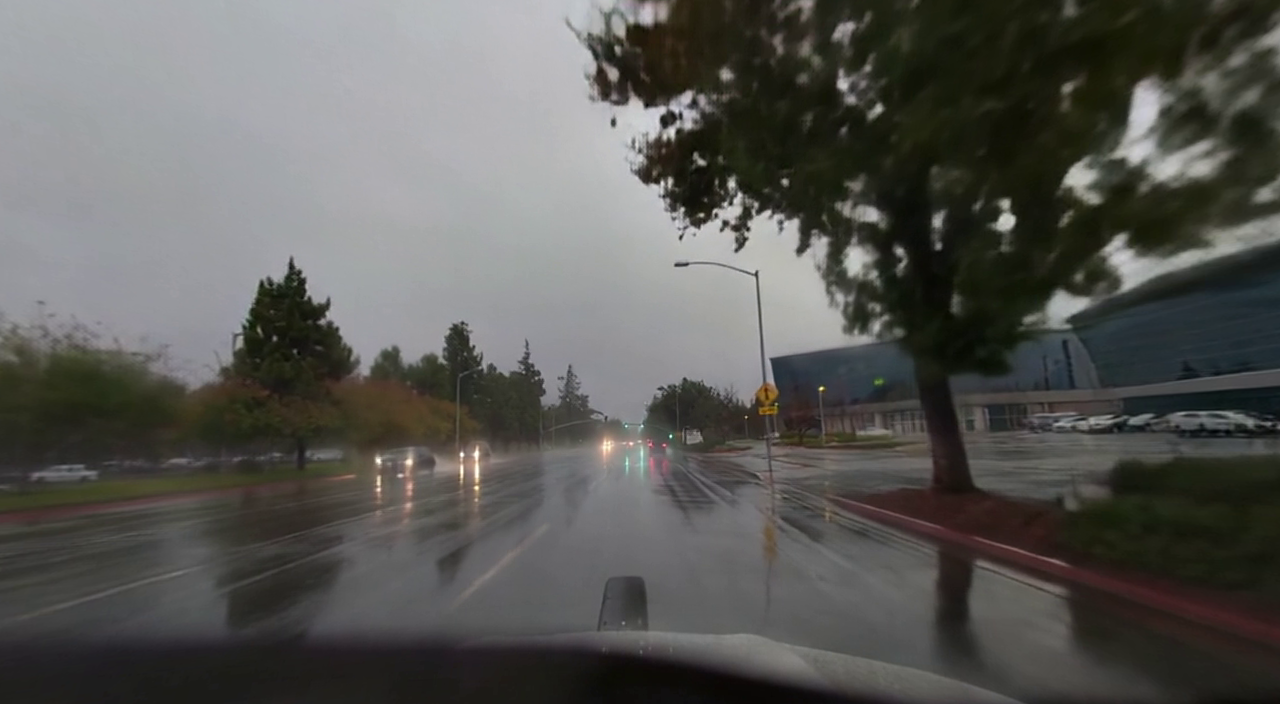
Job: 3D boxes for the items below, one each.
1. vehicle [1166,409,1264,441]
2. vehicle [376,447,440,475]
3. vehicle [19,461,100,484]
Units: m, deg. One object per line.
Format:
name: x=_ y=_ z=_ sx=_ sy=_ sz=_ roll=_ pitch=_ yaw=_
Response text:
vehicle: x=39.046 y=5.009 z=42.819 sx=2.045 sy=2.000 sz=4.878 roll=-1 pitch=-8 yaw=0
vehicle: x=-13.591 y=6.397 z=37.088 sx=1.939 sy=1.548 sz=4.490 roll=0 pitch=-8 yaw=2
vehicle: x=-41.905 y=8.690 z=45.323 sx=4.101 sy=1.465 sz=1.819 roll=0 pitch=-8 yaw=3
